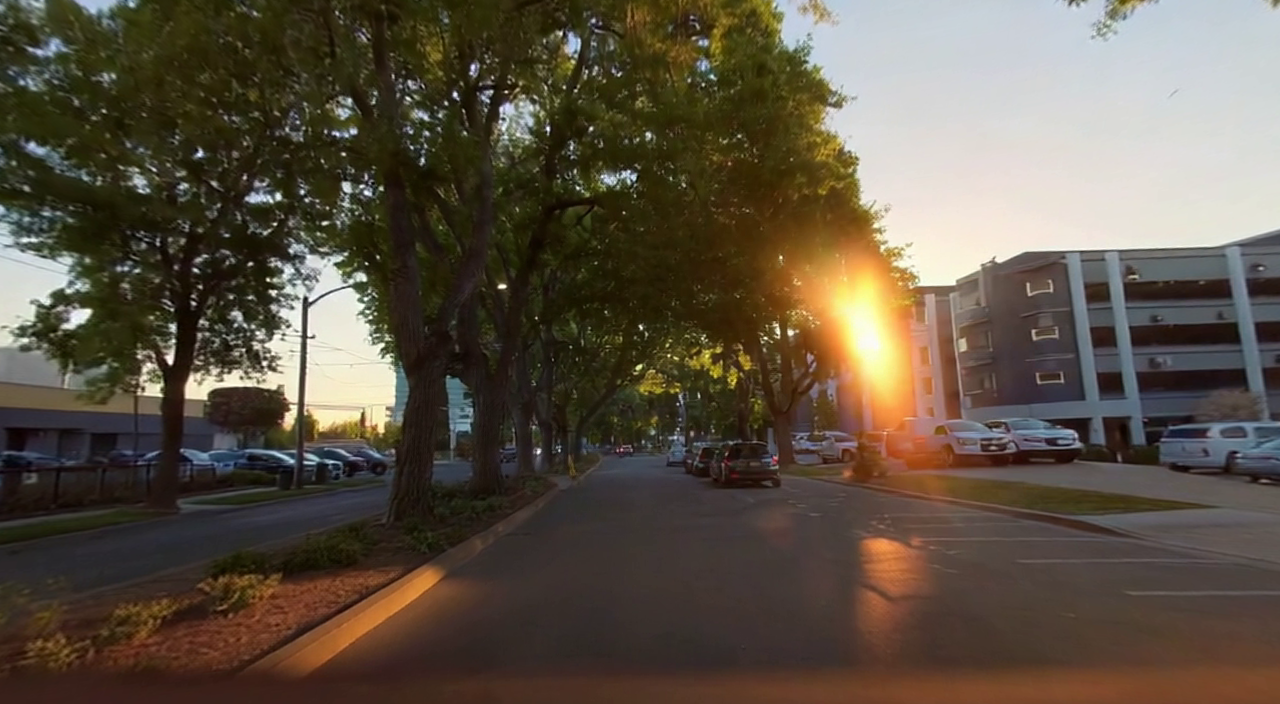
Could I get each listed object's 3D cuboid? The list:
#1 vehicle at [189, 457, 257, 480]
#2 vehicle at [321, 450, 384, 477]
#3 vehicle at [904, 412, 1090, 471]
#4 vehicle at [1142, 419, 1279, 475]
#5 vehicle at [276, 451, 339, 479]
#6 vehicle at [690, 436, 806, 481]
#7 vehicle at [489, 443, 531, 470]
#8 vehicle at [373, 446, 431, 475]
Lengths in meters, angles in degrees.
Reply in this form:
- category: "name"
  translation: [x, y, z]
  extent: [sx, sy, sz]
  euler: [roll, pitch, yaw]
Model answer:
- category: "vehicle"
  translation: [-29.446, 8.227, 44.760]
  extent: [1.849, 1.444, 4.533]
  euler: [0, -9, -2]
- category: "vehicle"
  translation: [-17.939, 6.944, 39.638]
  extent: [1.850, 1.531, 4.256]
  euler: [0, -8, 2]
- category: "vehicle"
  translation: [13.159, 3.323, 23.540]
  extent: [5.540, 2.045, 2.259]
  euler: [0, -8, -3]
- category: "vehicle"
  translation: [25.083, 4.031, 26.884]
  extent: [5.596, 2.168, 2.307]
  euler: [2, -7, -5]
- category: "vehicle"
  translation: [-20.951, 7.117, 39.988]
  extent: [1.880, 1.617, 3.870]
  euler: [0, -8, 0]
- category: "vehicle"
  translation: [4.519, 4.368, 26.218]
  extent: [4.626, 1.723, 1.939]
  euler: [5, -10, -33]
- category: "vehicle"
  translation: [-8.622, 6.935, 42.206]
  extent: [1.993, 1.640, 4.457]
  euler: [0, -8, -2]
- category: "vehicle"
  translation: [-15.096, 6.875, 40.378]
  extent: [1.888, 1.657, 4.138]
  euler: [-1, -8, 3]
